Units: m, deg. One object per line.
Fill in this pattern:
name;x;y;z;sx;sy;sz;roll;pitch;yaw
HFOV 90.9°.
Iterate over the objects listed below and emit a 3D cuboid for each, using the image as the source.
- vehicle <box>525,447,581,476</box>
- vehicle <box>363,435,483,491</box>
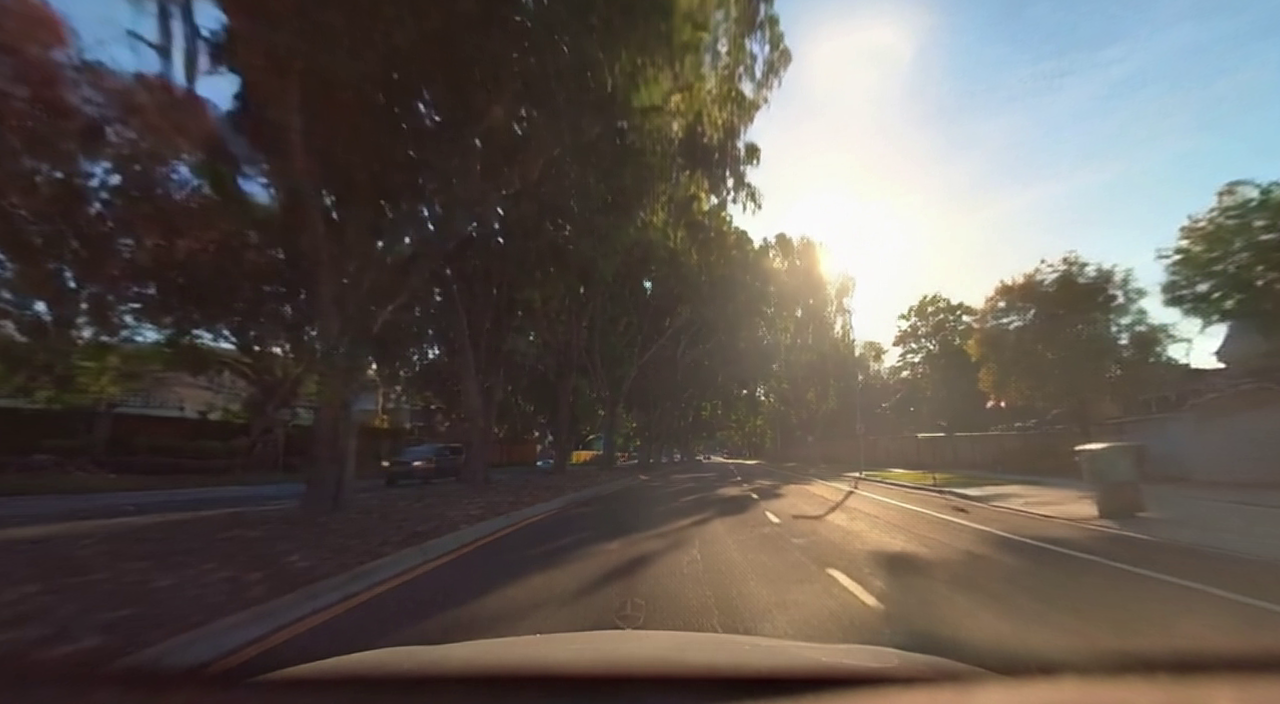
vehicle;-5.435;6.911;40.000;2.261;1.655;4.613;-2;-9;9
vehicle;-7.755;4.017;23.208;2.276;1.805;4.984;-2;-9;5
